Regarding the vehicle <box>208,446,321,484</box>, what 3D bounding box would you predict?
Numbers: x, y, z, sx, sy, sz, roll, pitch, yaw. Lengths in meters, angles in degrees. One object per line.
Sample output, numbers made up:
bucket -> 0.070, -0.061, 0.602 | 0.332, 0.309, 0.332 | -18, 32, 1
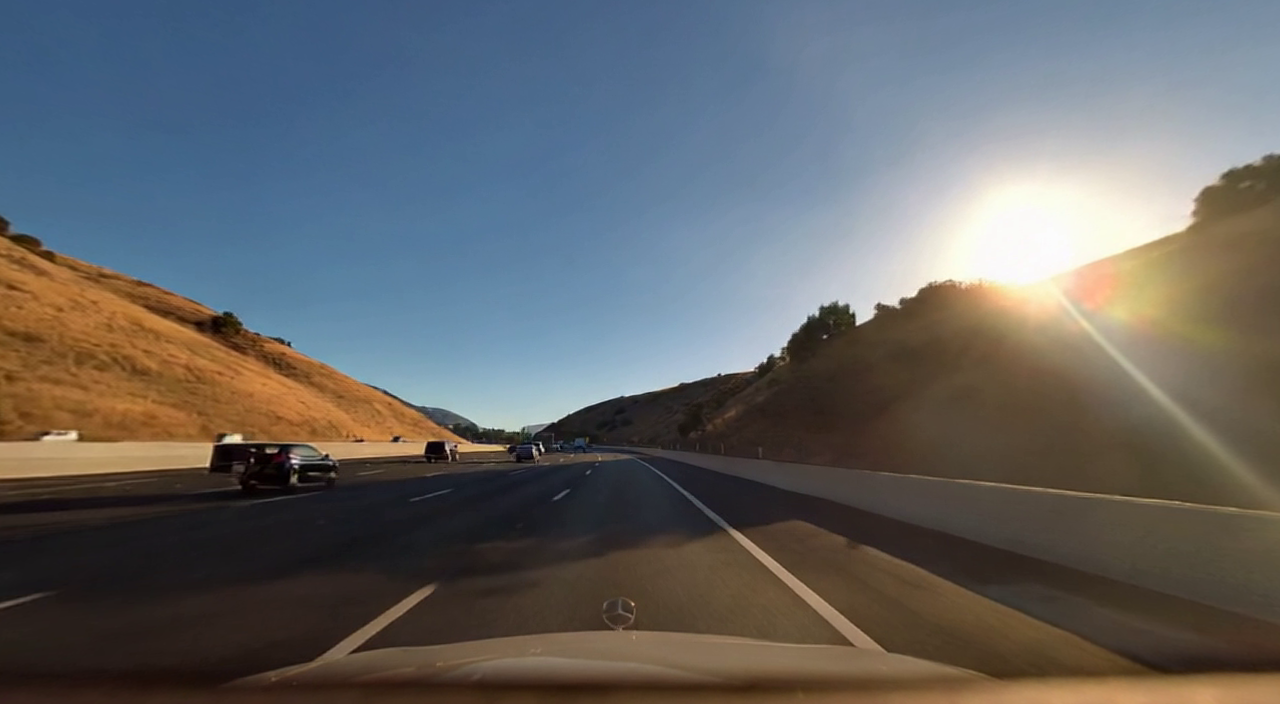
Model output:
vehicle -> -15.573, 4.690, 26.540 | 1.955, 1.429, 4.575 | 0, -9, -1
